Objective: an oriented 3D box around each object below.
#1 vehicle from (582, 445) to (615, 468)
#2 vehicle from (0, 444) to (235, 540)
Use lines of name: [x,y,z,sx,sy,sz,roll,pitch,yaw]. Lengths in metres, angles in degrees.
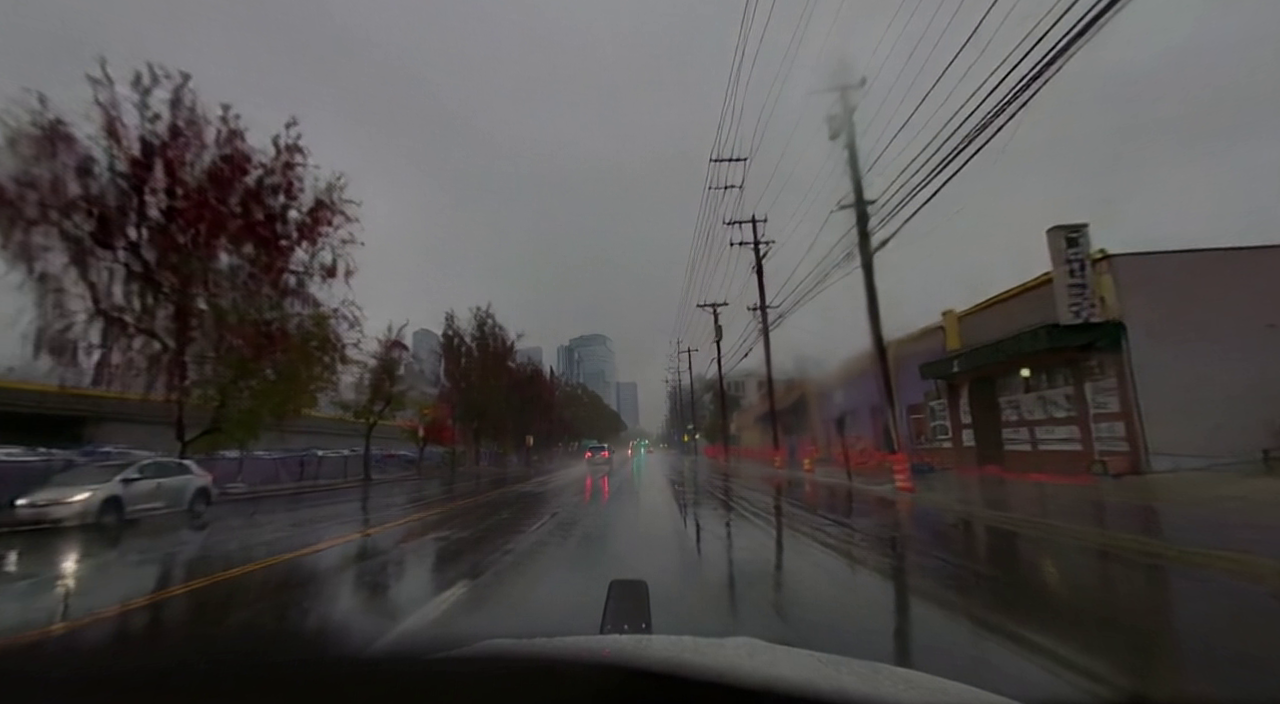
vehicle: [-2.980,7.669,46.488,2.036,1.589,4.549,-1,-8,2]
vehicle: [-12.073,3.164,14.941,2.052,1.898,4.253,0,-8,0]
